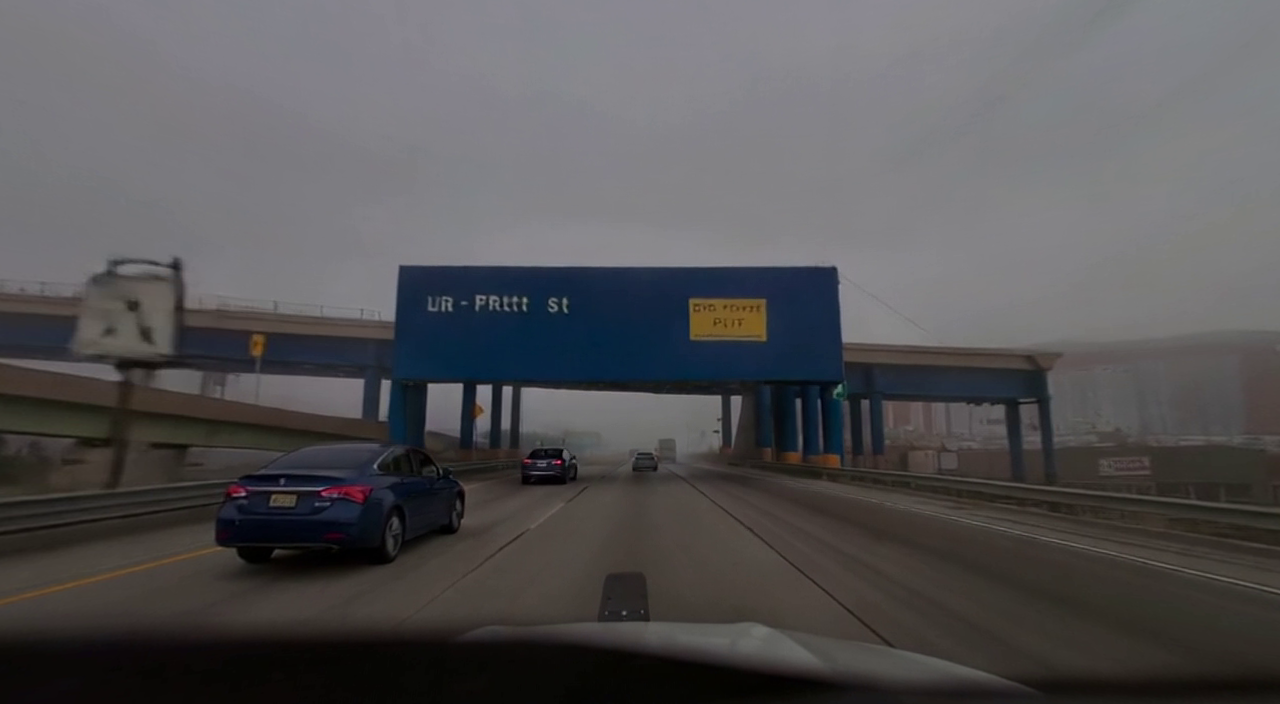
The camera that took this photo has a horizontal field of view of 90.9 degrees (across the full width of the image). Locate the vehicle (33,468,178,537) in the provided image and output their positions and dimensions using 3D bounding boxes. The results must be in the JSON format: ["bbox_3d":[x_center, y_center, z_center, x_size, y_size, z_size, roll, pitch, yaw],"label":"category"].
[{"bbox_3d":[-37.198,10.393,44.500,3.004,3.950,8.532,0,-8,-3],"label":"vehicle"}]

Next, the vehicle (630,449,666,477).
[{"bbox_3d":[0.419,6.070,34.774,1.877,1.386,3.872,0,-8,-1],"label":"vehicle"}]

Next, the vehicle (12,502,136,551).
[{"bbox_3d":[-32.092,9.885,36.061,2.018,2.023,5.545,0,-8,-1],"label":"vehicle"}]

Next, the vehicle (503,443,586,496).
[{"bbox_3d":[-3.077,3.877,21.316,2.064,1.589,4.213,0,-8,1],"label":"vehicle"}]
